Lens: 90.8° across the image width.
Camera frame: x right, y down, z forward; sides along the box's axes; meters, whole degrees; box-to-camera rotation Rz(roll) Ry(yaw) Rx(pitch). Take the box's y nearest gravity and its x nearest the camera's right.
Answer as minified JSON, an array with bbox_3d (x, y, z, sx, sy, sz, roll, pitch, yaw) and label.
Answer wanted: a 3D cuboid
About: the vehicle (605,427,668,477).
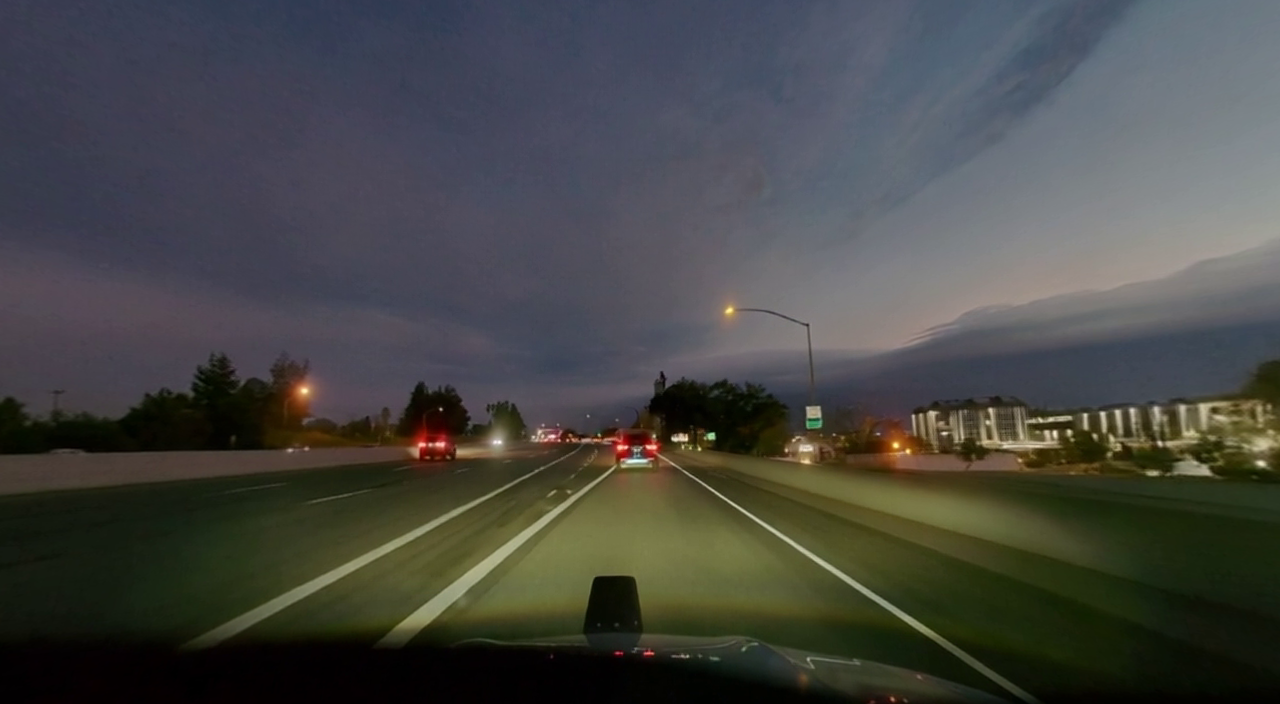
[{"bbox_3d":[-0.173,4.380,27.811,2.497,1.957,5.432,0,-9,-1],"label":"vehicle"}]

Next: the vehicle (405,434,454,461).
[{"bbox_3d":[-16.115,7.365,48.671,2.289,1.955,5.147,0,-9,-4],"label":"vehicle"}]
